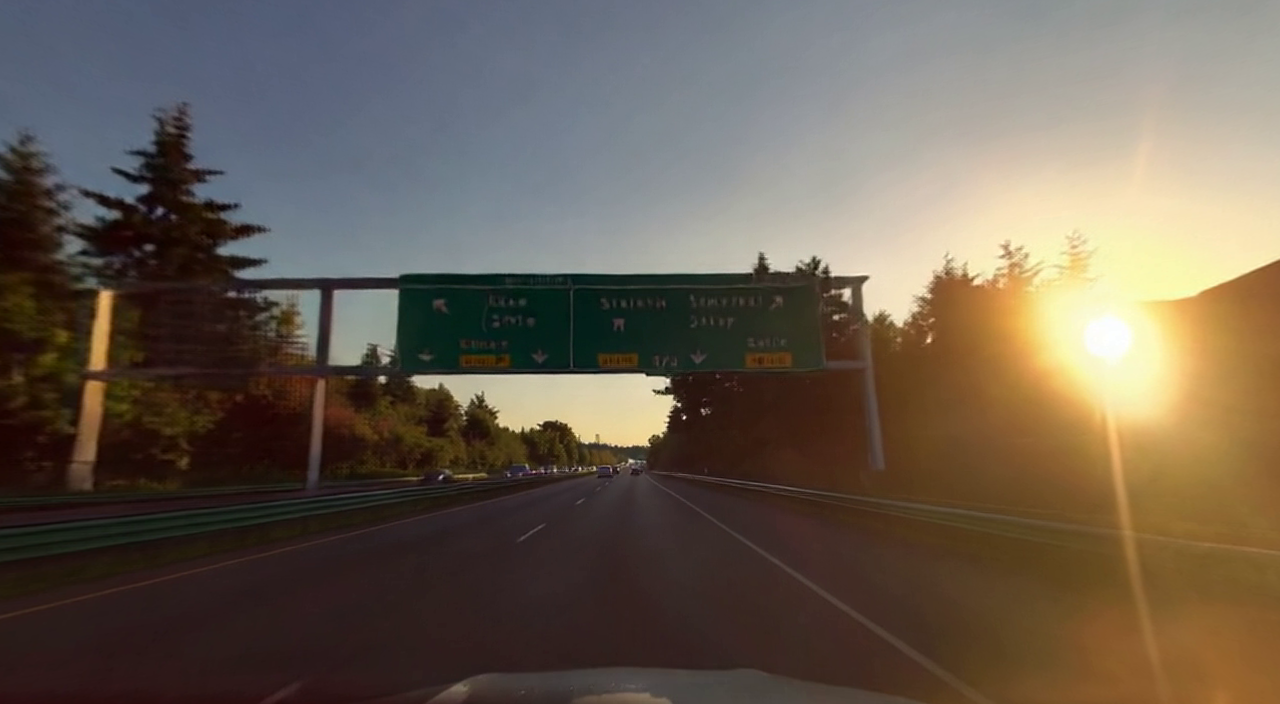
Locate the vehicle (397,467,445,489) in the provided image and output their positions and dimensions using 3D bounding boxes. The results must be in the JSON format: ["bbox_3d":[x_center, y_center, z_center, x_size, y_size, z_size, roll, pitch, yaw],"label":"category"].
[{"bbox_3d":[-16.315,9.396,47.140,1.918,1.458,4.498,1,-11,0],"label":"vehicle"}]
